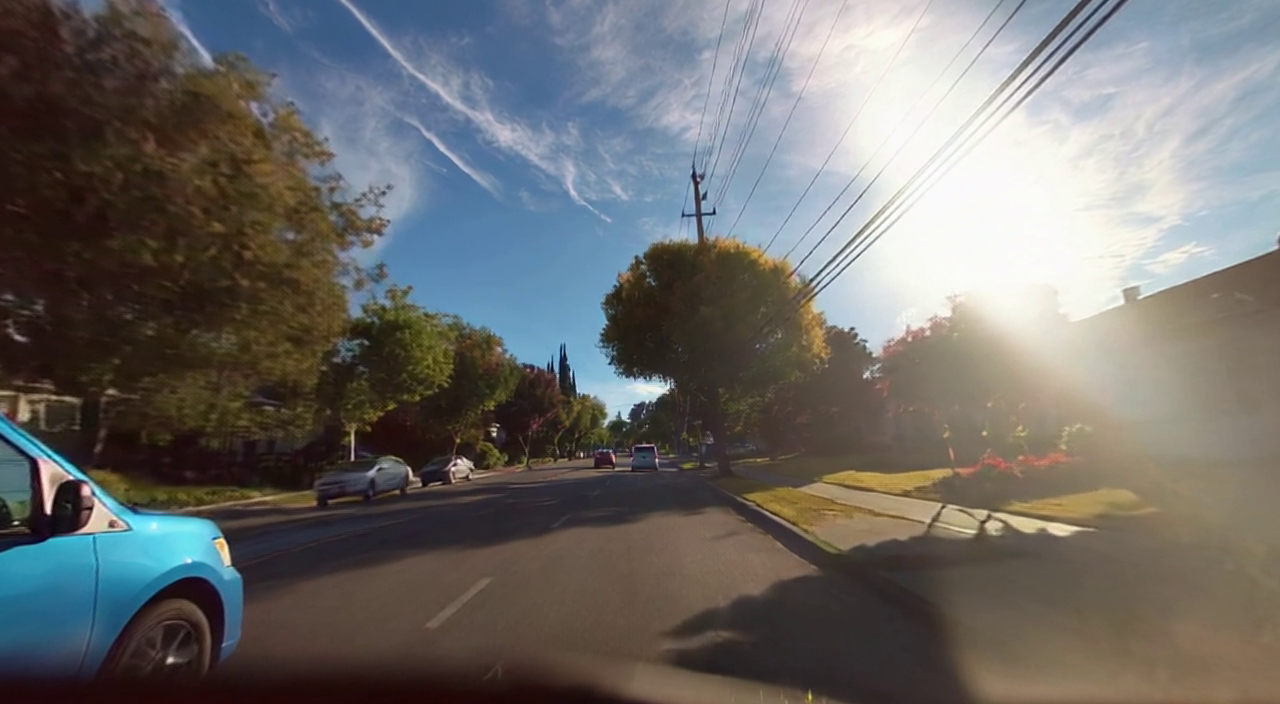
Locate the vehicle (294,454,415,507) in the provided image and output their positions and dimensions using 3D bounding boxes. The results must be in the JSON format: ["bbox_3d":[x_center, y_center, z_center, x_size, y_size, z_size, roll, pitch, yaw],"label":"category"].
[{"bbox_3d":[-9.714,4.373,21.933,2.068,1.480,4.641,-3,-9,0],"label":"vehicle"}]

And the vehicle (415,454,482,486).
[{"bbox_3d":[-9.786,6.066,32.650,2.005,1.471,4.330,-1,-9,2],"label":"vehicle"}]

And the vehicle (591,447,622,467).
[{"bbox_3d":[-2.567,8.198,49.307,1.968,1.472,4.489,0,-9,2],"label":"vehicle"}]

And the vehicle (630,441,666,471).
[{"bbox_3d":[0.492,6.489,39.529,2.120,1.718,3.909,0,-9,1],"label":"vehicle"}]

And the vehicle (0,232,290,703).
[{"bbox_3d":[-3.512,0.471,1.105,2.336,2.152,5.866,0,-9,1],"label":"vehicle"}]
